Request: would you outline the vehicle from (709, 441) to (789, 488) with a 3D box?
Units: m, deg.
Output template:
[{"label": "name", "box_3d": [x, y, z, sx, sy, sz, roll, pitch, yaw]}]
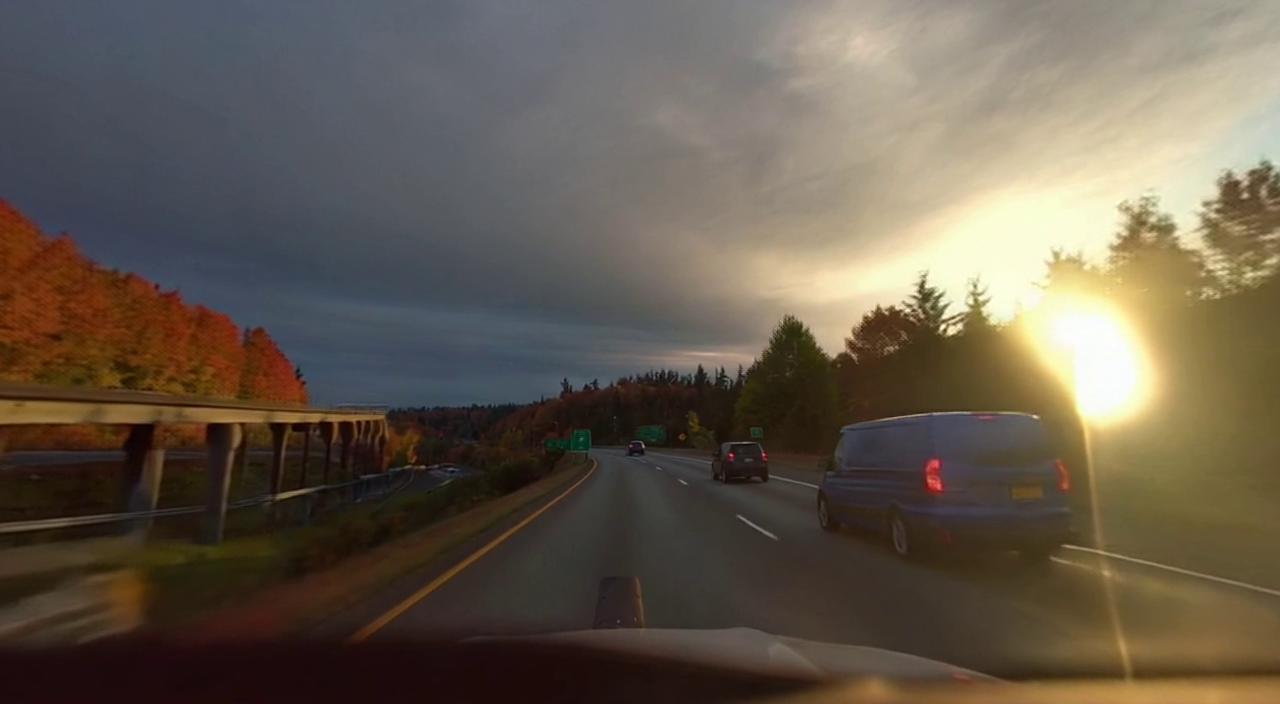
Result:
[{"label": "vehicle", "box_3d": [3.840, 4.036, 22.756, 1.952, 1.536, 4.036, 0, -9, -3]}]

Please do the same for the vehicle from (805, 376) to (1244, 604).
[{"label": "vehicle", "box_3d": [3.965, 1.555, 7.916, 2.205, 1.923, 4.956, 0, -9, -2]}]
